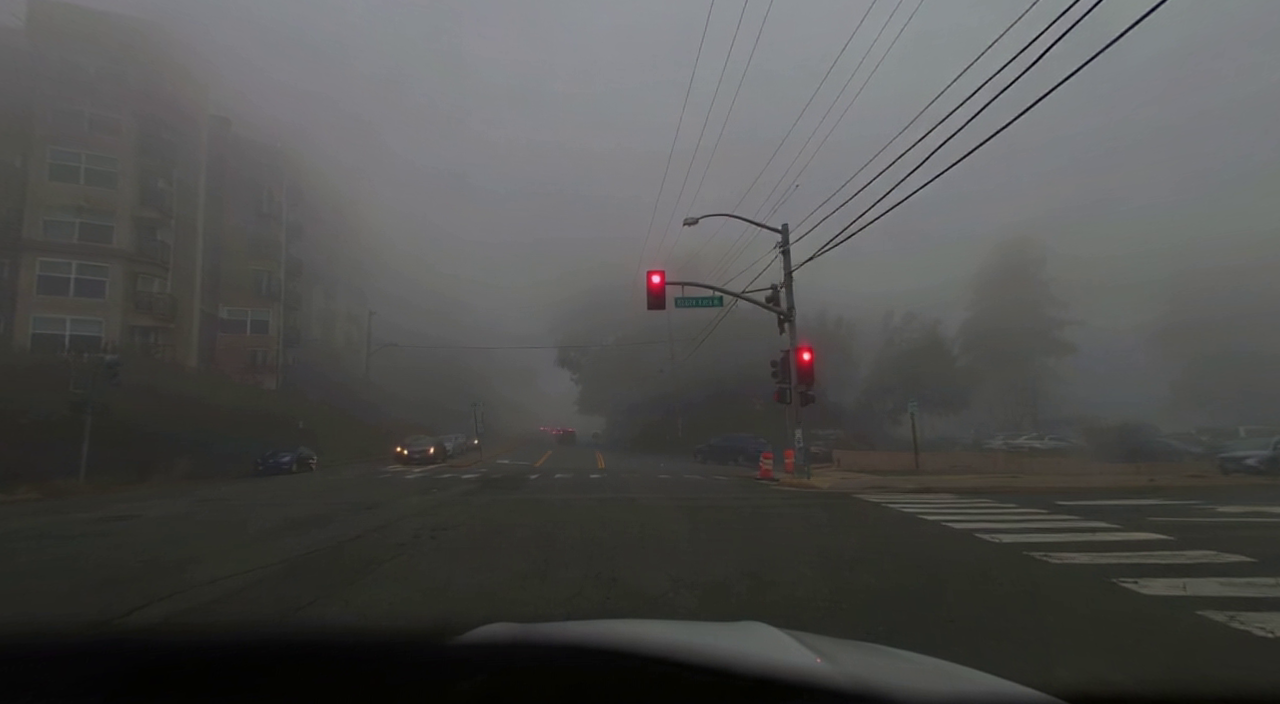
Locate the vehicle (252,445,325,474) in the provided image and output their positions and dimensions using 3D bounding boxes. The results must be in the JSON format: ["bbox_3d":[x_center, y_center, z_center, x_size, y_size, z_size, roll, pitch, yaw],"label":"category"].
[{"bbox_3d":[-21.088,6.441,38.105,1.981,1.628,4.336,0,-9,-1],"label":"vehicle"}]

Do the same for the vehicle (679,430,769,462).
[{"bbox_3d":[4.343,4.980,33.447,2.073,1.571,4.790,5,-10,-32],"label":"vehicle"}]

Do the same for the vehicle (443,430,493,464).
[{"bbox_3d":[-9.780,5.452,36.189,1.910,1.818,4.057,0,-9,-3],"label":"vehicle"}]

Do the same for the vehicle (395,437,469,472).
[{"bbox_3d":[-9.678,4.797,29.777,2.116,1.521,4.294,0,-9,-1],"label":"vehicle"}]
